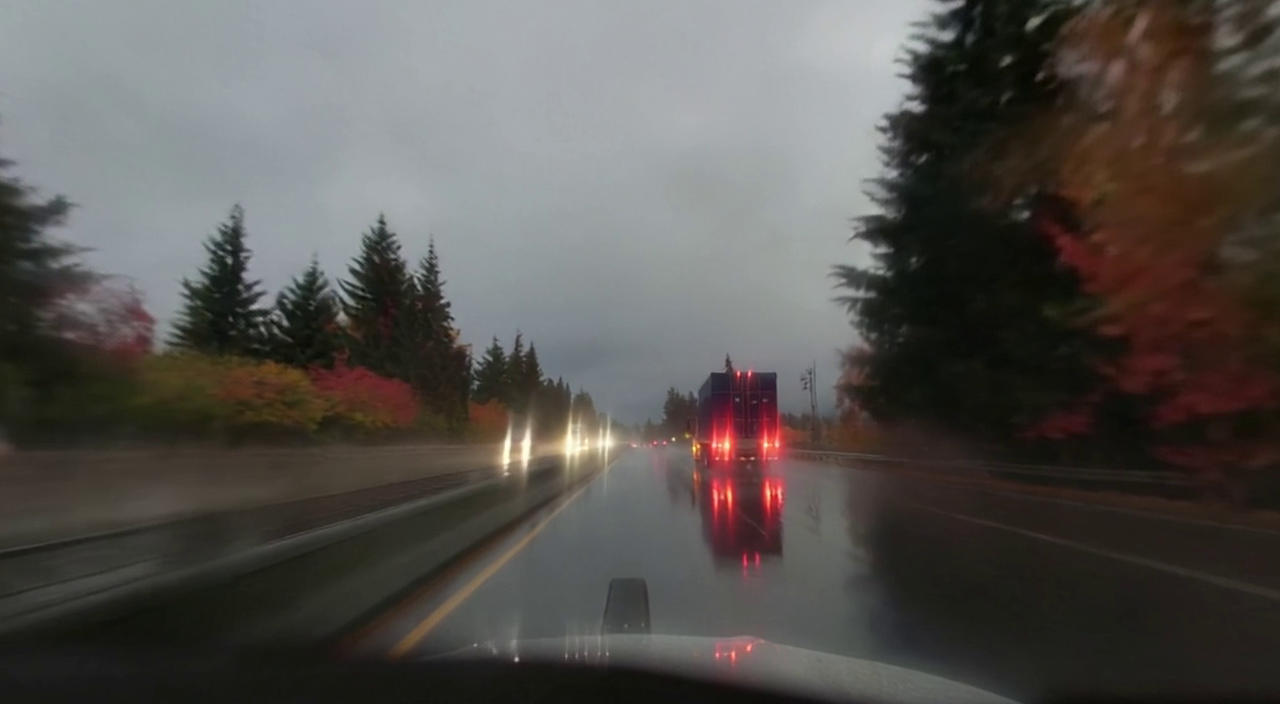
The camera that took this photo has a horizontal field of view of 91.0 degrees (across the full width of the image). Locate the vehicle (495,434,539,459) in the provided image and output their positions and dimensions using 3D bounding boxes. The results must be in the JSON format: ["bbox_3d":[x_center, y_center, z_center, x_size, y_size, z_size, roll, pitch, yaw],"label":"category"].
[{"bbox_3d":[-8.246,6.401,42.620,1.986,1.541,4.670,0,-8,1],"label":"vehicle"}]

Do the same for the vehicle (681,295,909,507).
[{"bbox_3d":[3.557,1.947,19.755,3.691,4.331,13.909,0,-8,0],"label":"vehicle"}]
